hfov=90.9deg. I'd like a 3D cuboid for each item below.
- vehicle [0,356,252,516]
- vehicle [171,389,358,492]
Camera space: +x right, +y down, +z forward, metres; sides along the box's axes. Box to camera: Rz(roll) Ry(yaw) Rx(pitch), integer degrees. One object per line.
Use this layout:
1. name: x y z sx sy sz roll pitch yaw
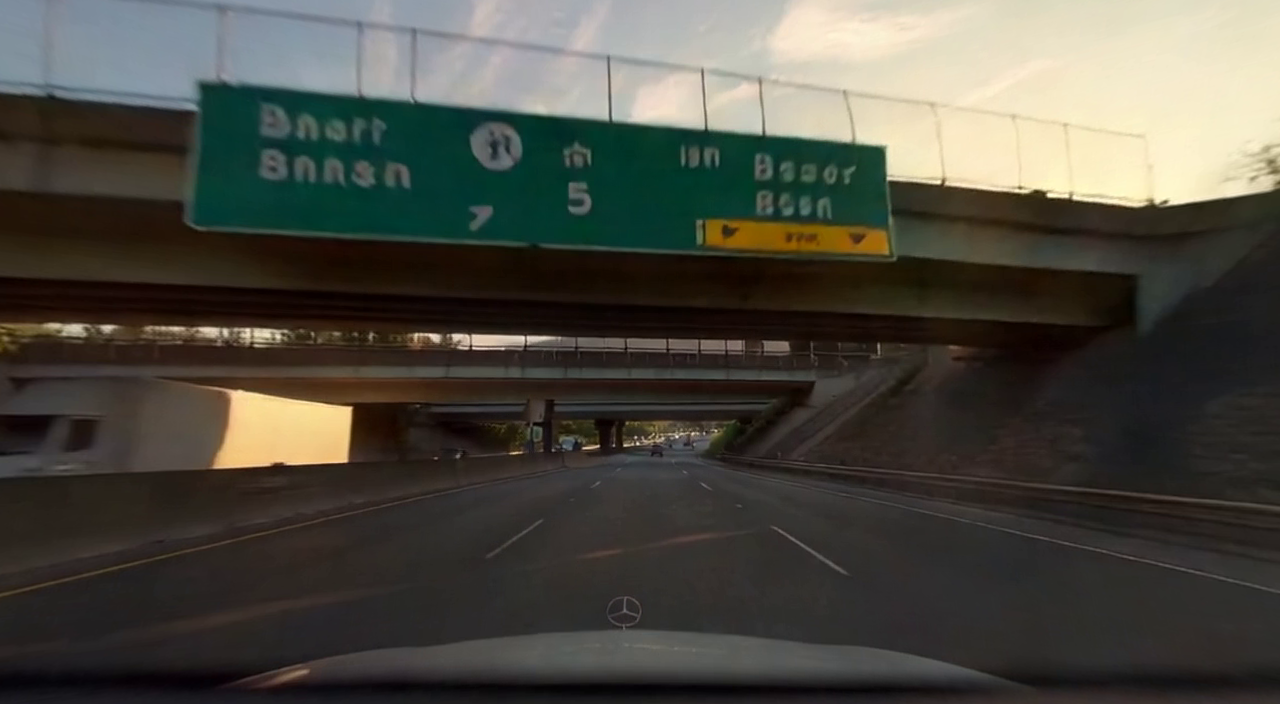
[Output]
1. vehicle: -16.831 2.723 19.970 2.898 3.875 9.397 0 -9 1
2. vehicle: -16.780 4.153 29.344 2.826 4.041 9.212 0 -9 1
